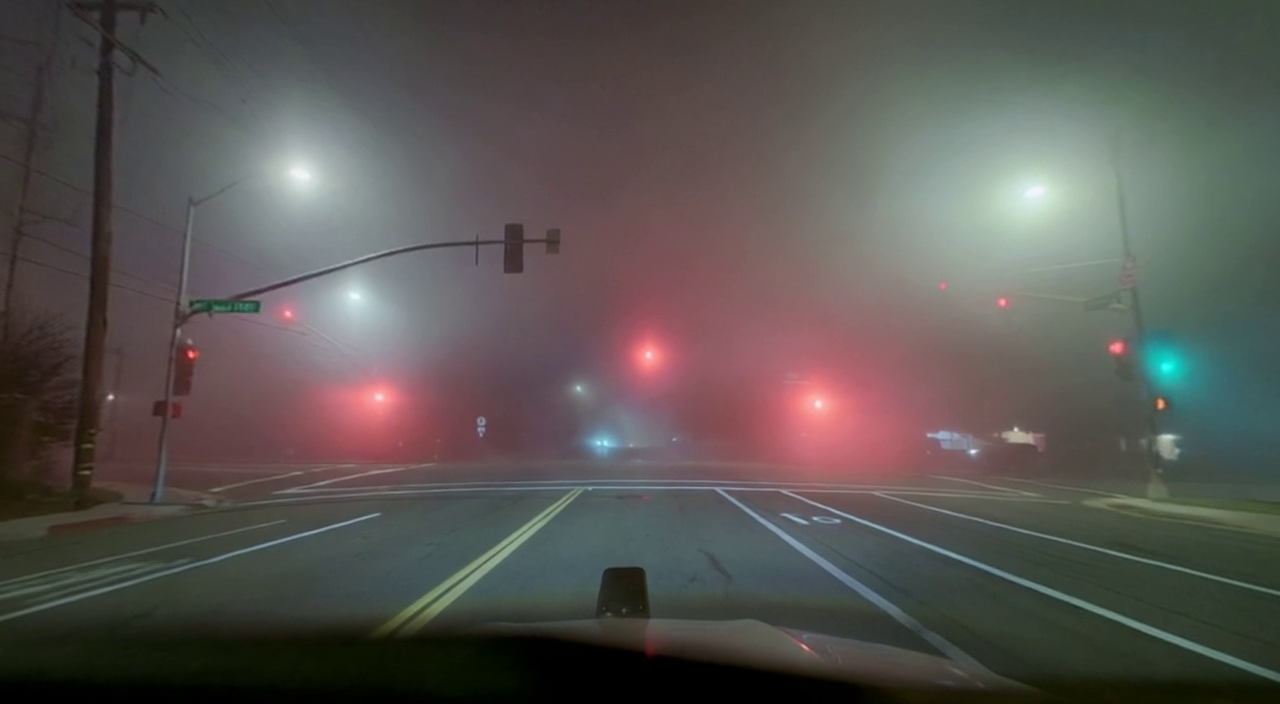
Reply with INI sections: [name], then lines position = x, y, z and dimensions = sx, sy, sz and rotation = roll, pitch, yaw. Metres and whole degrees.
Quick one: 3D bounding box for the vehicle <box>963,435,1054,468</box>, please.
[vehicle]
position = 22.954, 6.197, 39.502
dimensions = 2.030, 1.927, 4.853
rotation = 2, -9, -14
